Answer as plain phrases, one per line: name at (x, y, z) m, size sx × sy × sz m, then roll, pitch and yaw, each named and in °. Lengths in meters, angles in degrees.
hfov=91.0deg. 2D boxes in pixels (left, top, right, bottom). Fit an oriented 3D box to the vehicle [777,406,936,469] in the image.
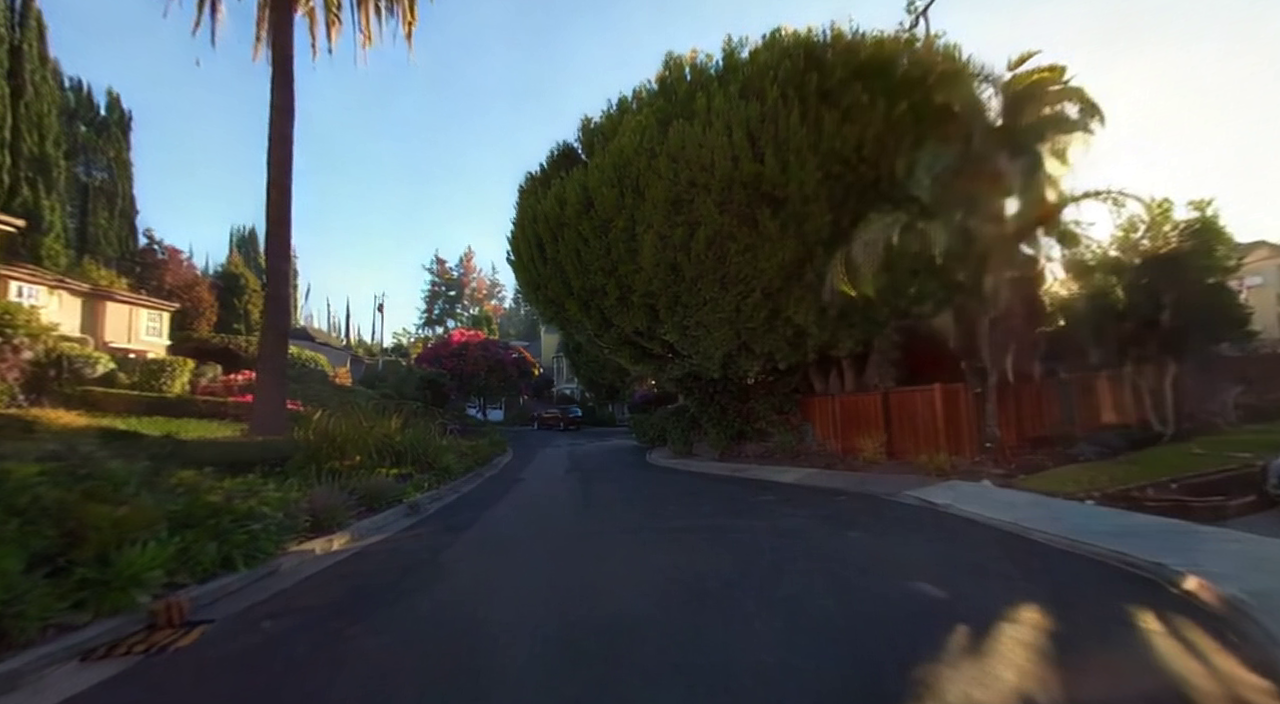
vehicle at (8.129, 3.250, 23.543) m, size 5.663 × 1.913 × 2.170 m, roll 7°, pitch -10°, yaw -24°
